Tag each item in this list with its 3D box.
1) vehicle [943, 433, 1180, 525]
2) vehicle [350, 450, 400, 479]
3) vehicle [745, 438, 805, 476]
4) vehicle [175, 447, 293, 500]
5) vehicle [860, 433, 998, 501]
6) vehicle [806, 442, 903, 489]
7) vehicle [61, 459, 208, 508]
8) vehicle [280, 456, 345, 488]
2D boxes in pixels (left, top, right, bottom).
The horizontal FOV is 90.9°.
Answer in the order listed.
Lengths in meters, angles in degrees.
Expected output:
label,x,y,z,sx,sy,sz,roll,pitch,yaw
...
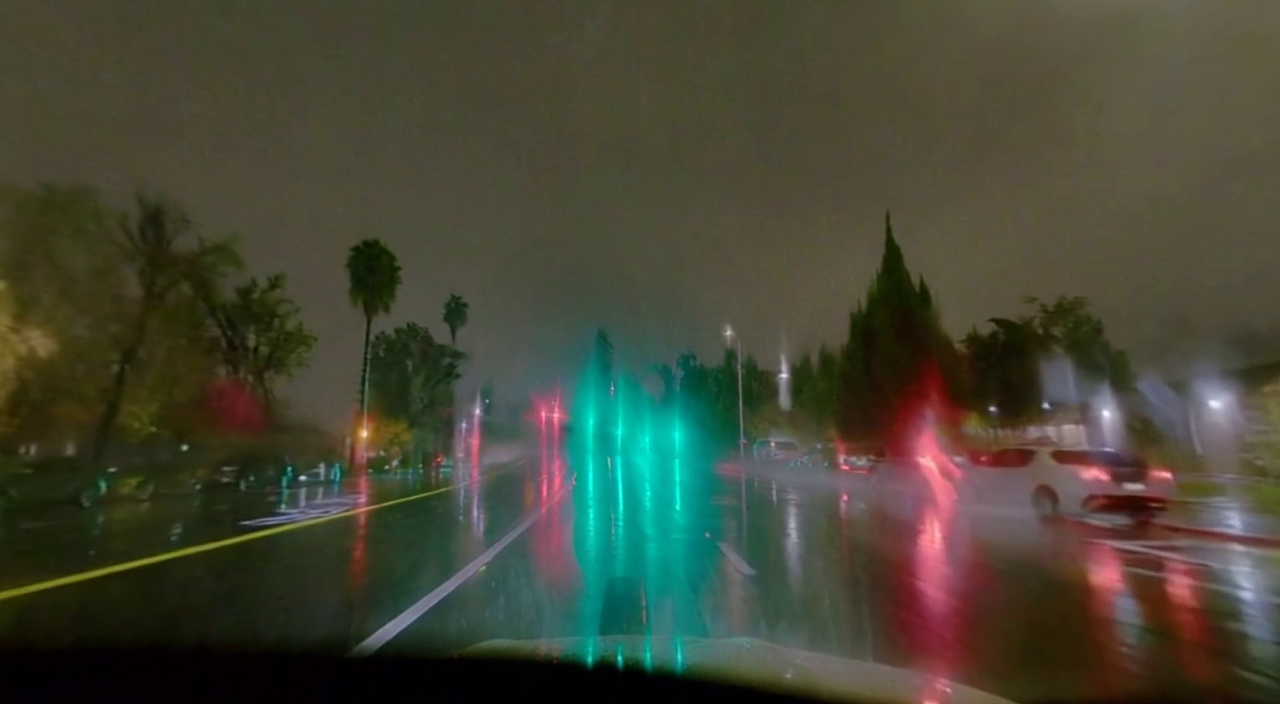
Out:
label,x,y,z,sx,sy,sz,roll,pitch,yaw
vehicle,9.384,2.856,14.735,2.039,1.752,4.876,1,-9,-2
vehicle,-19.793,8.392,47.334,2.000,1.751,5.001,-1,-6,-5
vehicle,8.042,6.323,38.060,1.970,2.104,5.290,1,-9,-6
vehicle,-18.496,5.488,29.156,2.111,1.908,5.586,-1,-6,-4
vehicle,9.203,3.707,20.638,1.991,1.905,4.733,1,-9,-4
vehicle,8.782,4.718,26.390,1.904,1.741,5.106,1,-9,-5
vehicle,-18.106,4.693,22.896,1.782,1.462,4.438,-1,-8,-2
vehicle,-19.026,6.940,36.827,1.778,1.433,4.305,-1,-6,-4
